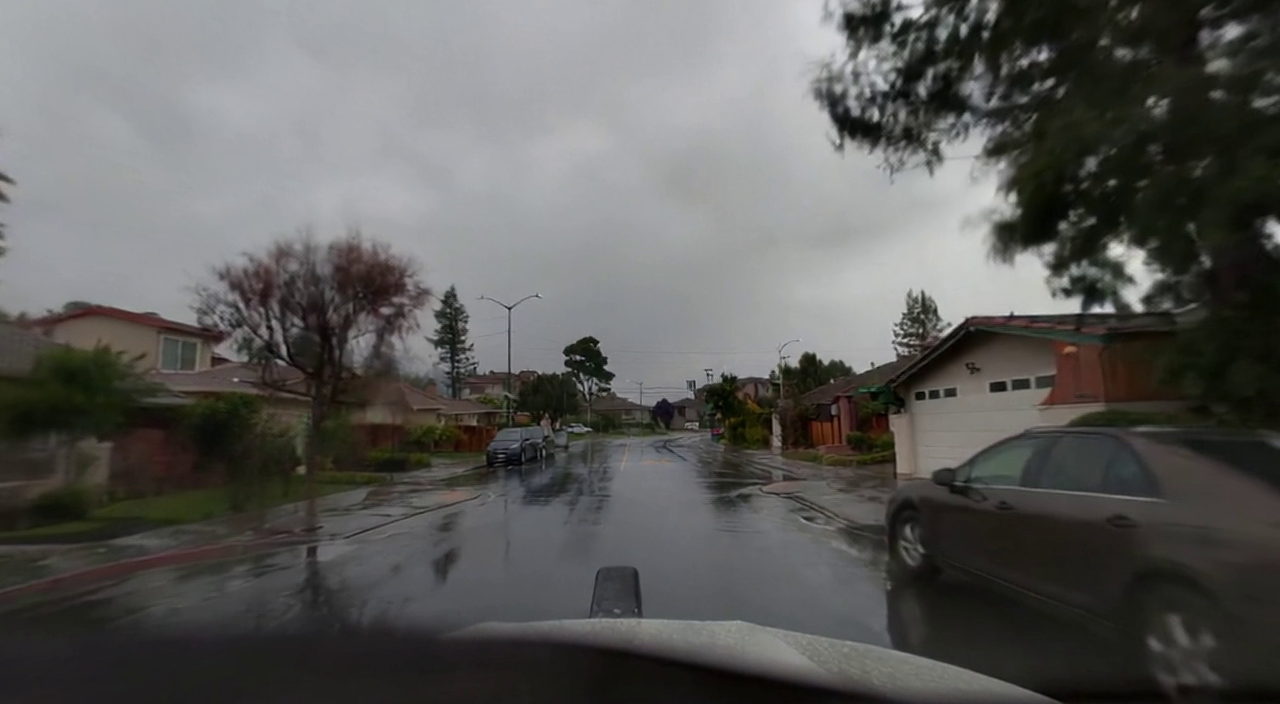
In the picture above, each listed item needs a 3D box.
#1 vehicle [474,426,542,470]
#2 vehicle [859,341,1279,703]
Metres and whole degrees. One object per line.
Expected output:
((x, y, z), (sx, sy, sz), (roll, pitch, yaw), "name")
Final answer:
((-5.704, 4.183, 27.705), (2.147, 1.780, 4.165), (0, -8, -1), "vehicle")
((3.287, 0.979, 3.828), (2.073, 1.619, 4.574), (0, -8, -3), "vehicle")
